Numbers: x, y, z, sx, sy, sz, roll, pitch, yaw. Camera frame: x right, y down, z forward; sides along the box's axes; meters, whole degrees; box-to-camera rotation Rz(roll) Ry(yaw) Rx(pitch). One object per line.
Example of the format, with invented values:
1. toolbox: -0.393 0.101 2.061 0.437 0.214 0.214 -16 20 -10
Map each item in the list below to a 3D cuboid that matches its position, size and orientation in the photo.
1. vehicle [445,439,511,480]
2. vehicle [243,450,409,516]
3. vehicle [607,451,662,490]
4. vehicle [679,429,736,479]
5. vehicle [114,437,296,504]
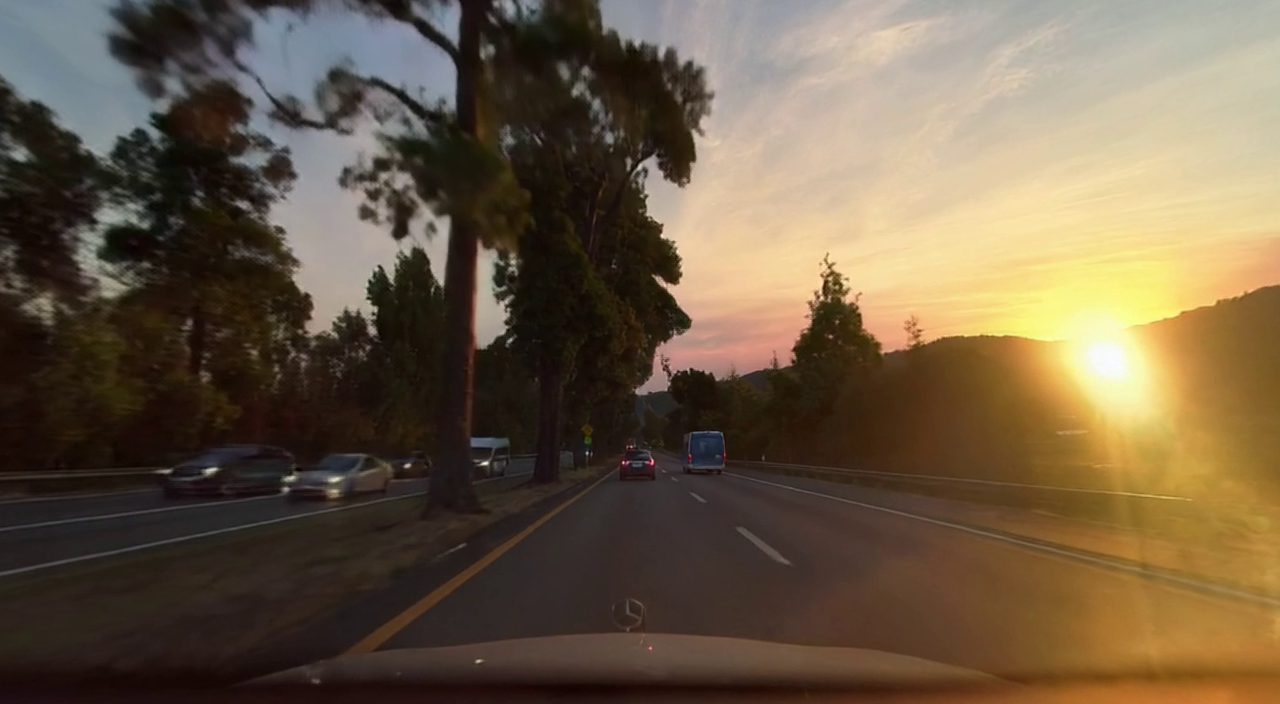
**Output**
1. vehicle: -7.918 5.303 31.304 2.023 1.871 4.993 0 -9 -1
2. vehicle: -7.593 3.178 15.806 1.970 1.383 4.178 0 -9 0
3. vehicle: -0.200 4.742 25.580 2.037 1.417 3.885 0 -9 0
4. vehicle: 3.723 5.844 36.235 2.513 2.633 5.930 0 -9 -1
5. vehicle: -11.865 3.251 17.630 2.074 1.614 4.220 0 -9 0
